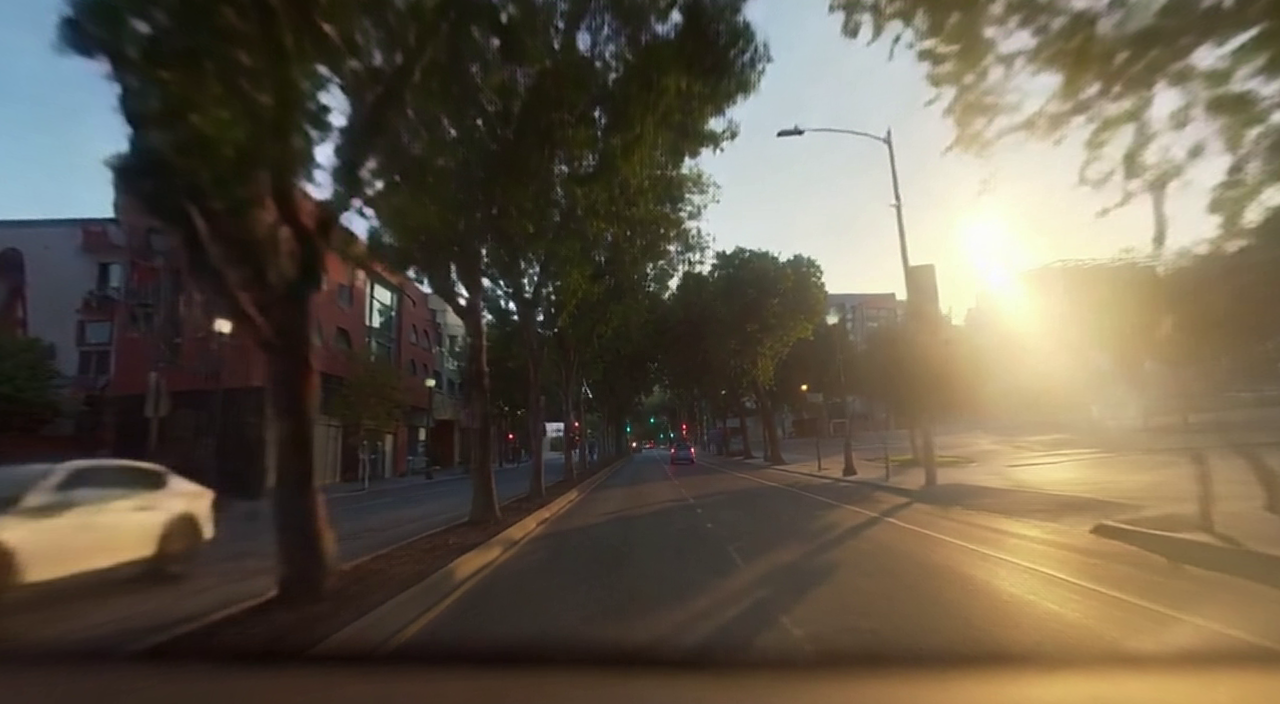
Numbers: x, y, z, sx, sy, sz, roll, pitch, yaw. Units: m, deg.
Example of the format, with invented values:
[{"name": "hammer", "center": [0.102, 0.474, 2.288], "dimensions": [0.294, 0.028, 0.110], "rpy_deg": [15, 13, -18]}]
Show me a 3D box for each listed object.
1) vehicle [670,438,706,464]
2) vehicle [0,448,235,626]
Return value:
[{"name": "vehicle", "center": [3.236, 6.742, 43.031], "dimensions": [2.129, 1.719, 4.205], "rpy_deg": [0, -8, 0]}, {"name": "vehicle", "center": [-7.305, 2.007, 7.370], "dimensions": [2.031, 1.723, 4.566], "rpy_deg": [0, -9, 1]}]
